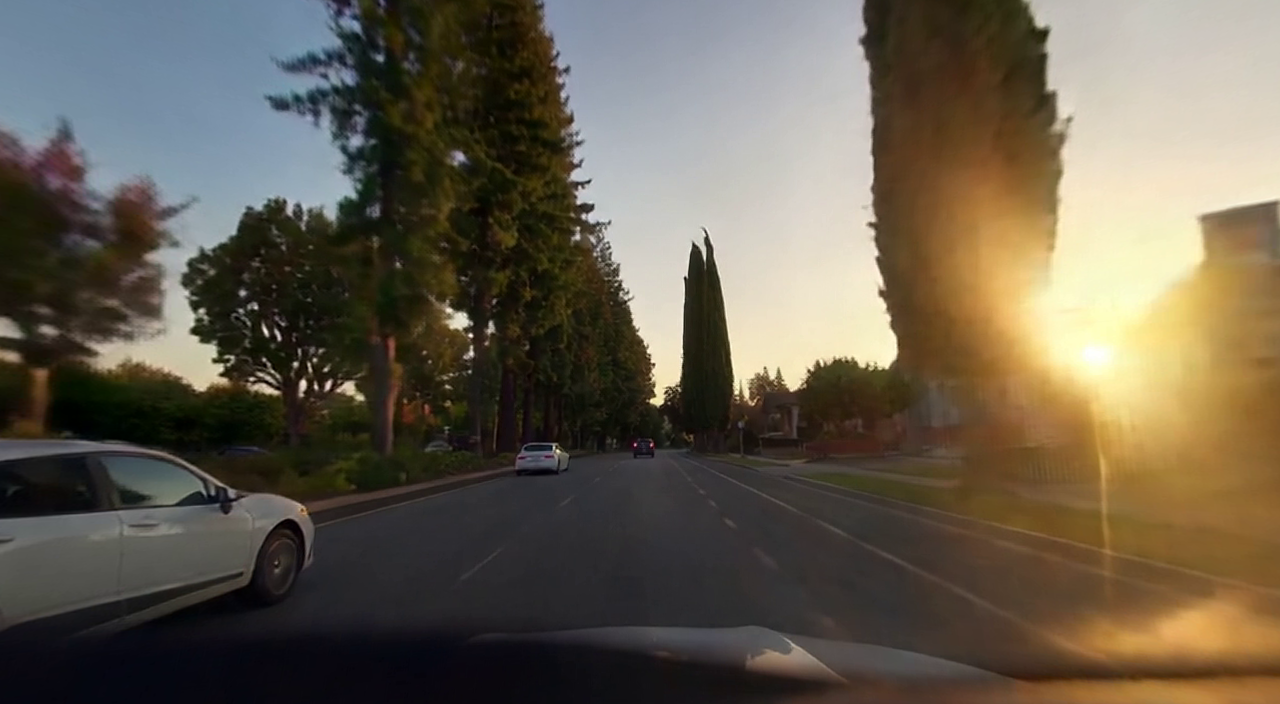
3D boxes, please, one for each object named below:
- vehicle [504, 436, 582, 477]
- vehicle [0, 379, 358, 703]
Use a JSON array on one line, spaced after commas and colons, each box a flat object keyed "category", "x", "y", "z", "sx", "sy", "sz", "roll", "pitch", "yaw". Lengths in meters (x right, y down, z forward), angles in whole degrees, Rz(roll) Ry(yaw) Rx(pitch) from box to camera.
[{"category": "vehicle", "x": -3.725, "y": 4.140, "z": 25.177, "sx": 2.188, "sy": 1.473, "sz": 4.651, "roll": 0, "pitch": -8, "yaw": 3}, {"category": "vehicle", "x": -4.139, "y": 1.074, "z": 4.137, "sx": 2.190, "sy": 1.545, "sz": 4.943, "roll": 0, "pitch": -8, "yaw": 1}]
